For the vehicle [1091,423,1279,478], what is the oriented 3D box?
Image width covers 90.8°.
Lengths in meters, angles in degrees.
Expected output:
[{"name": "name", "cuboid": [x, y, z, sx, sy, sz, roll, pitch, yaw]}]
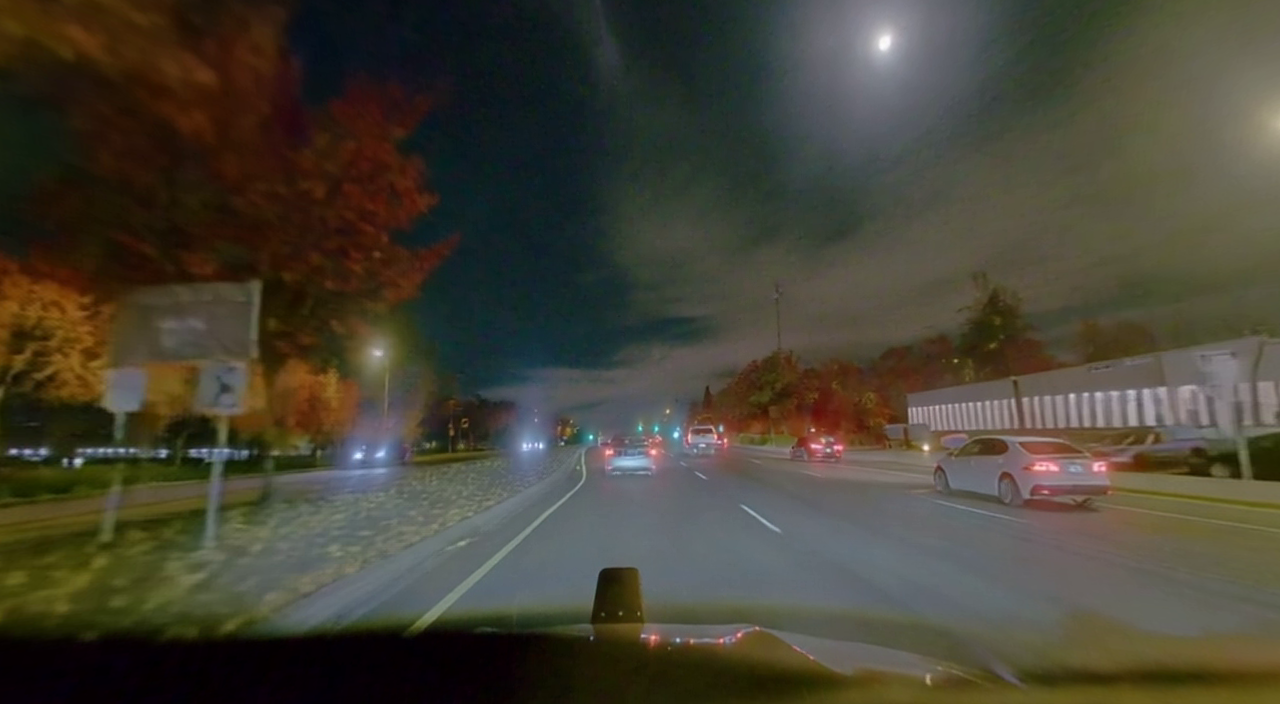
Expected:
[{"name": "vehicle", "cuboid": [20.893, 3.708, 24.103, 2.430, 1.809, 6.424, 0, -8, -2]}]

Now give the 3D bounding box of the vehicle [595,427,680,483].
[{"name": "vehicle", "cuboid": [-0.094, 3.070, 19.173, 2.289, 1.471, 4.477, 0, -8, -1]}]

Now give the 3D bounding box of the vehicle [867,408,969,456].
[{"name": "vehicle", "cuboid": [20.171, 5.939, 46.566, 3.364, 3.145, 8.387, 0, -8, -3]}]

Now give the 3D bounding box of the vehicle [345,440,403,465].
[{"name": "vehicle", "cuboid": [-20.168, 7.602, 48.085, 2.277, 1.777, 4.993, 0, -8, -1]}]

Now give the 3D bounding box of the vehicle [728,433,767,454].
[{"name": "vehicle", "cuboid": [7.765, 6.626, 46.020, 2.061, 1.460, 3.948, 0, -8, -1]}]

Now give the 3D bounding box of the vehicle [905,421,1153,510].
[{"name": "vehicle", "cuboid": [7.538, 2.239, 13.006, 2.111, 1.493, 4.639, 0, -8, -1]}]

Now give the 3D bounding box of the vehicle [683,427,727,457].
[{"name": "vehicle", "cuboid": [3.911, 5.546, 38.941, 2.188, 1.760, 4.297, 0, -8, -1]}]
